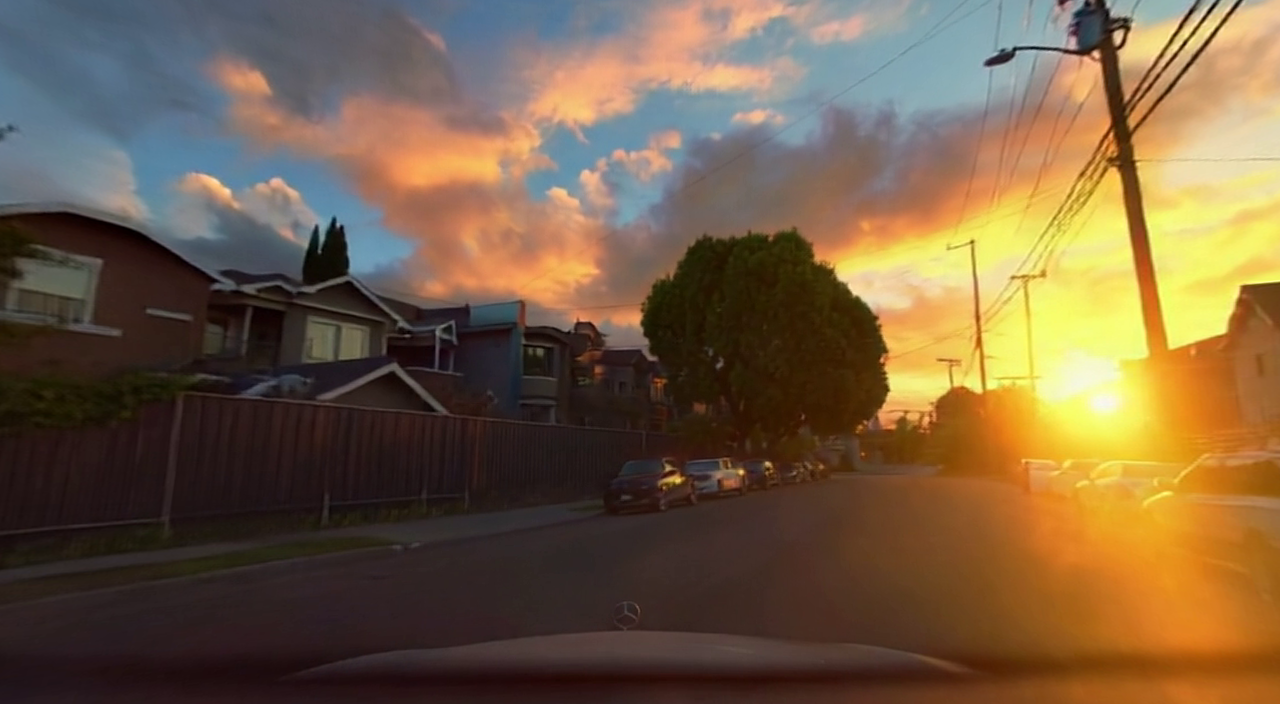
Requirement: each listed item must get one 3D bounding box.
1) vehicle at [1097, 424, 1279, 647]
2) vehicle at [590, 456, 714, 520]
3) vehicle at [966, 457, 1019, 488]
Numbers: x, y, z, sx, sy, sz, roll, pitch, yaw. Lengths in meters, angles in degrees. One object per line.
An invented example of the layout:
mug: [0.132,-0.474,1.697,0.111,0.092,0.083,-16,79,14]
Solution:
vehicle: [6.769,1.618,6.330,2.439,1.670,4.631,-4,-9,23]
vehicle: [0.501,3.728,17.905,1.930,1.478,4.731,-4,-9,22]
vehicle: [19.037,6.475,34.271,1.979,1.480,4.500,-4,-9,23]
